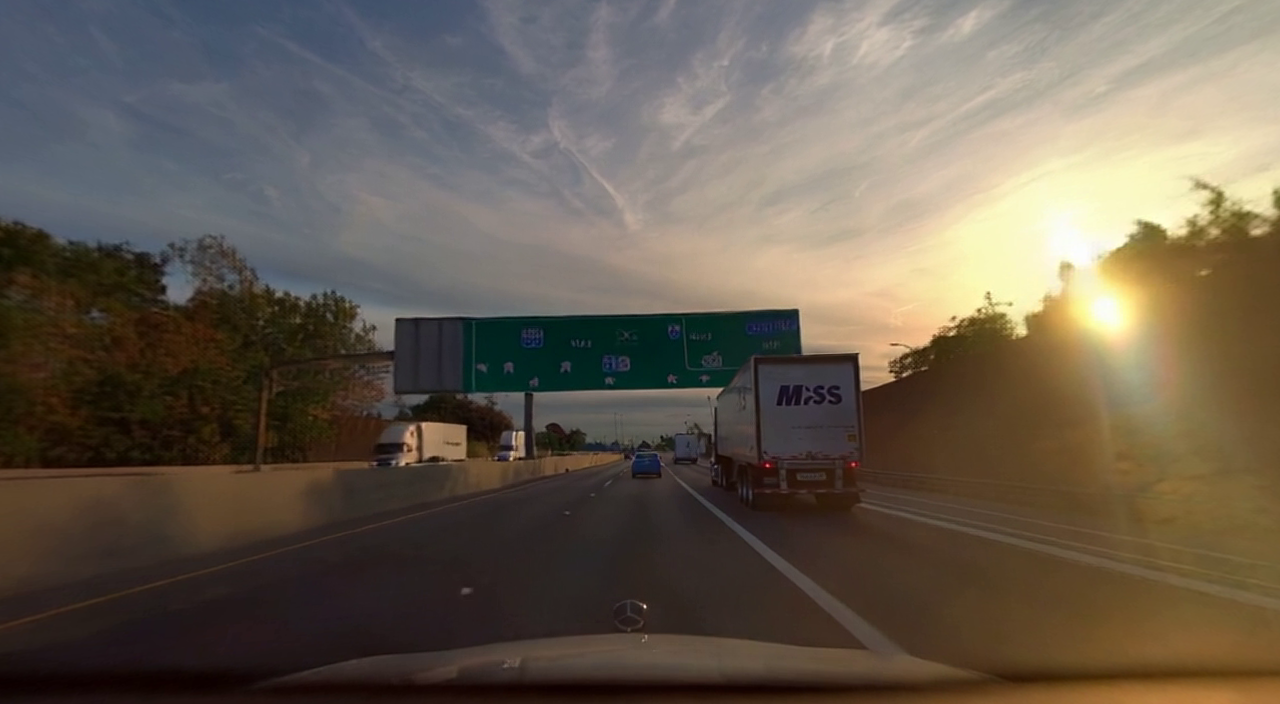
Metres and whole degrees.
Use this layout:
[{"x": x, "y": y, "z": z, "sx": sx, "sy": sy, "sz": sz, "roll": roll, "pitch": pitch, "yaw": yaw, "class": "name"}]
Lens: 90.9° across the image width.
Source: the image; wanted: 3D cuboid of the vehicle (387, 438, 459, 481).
[{"x": -13.384, "y": 6.673, "z": 39.400, "sx": 2.348, "sy": 2.494, "sz": 5.681, "roll": 0, "pitch": -9, "yaw": 1, "class": "vehicle"}]

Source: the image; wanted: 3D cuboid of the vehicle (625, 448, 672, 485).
[{"x": 0.433, "y": 5.518, "z": 30.661, "sx": 2.121, "sy": 1.642, "sz": 3.828, "roll": 0, "pitch": -9, "yaw": 1, "class": "vehicle"}]

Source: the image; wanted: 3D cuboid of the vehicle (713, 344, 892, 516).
[{"x": 4.691, "y": 2.926, "z": 22.184, "sx": 3.002, "sy": 4.104, "sz": 14.174, "roll": 0, "pitch": -9, "yaw": 2, "class": "vehicle"}]
